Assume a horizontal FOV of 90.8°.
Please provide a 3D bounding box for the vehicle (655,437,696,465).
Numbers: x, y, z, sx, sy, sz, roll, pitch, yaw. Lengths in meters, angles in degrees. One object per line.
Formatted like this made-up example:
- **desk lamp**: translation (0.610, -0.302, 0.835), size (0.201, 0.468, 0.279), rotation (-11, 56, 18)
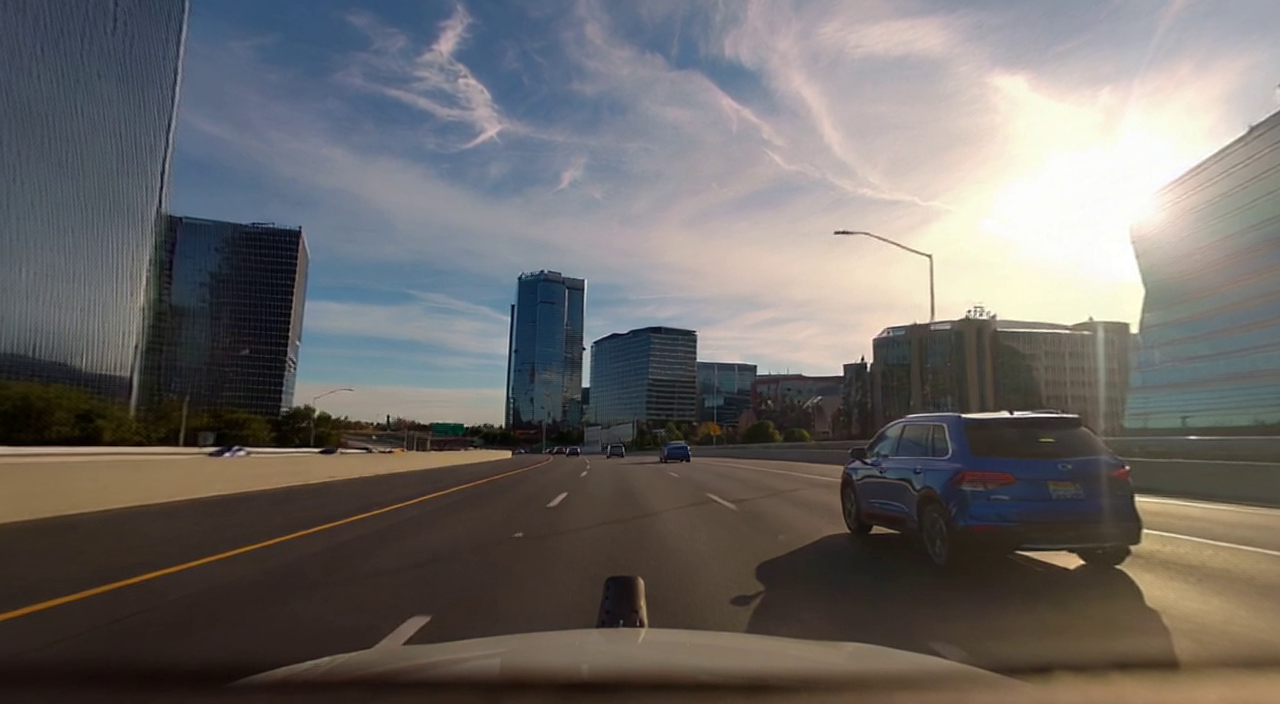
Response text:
- **vehicle**: translation (2.296, 6.614, 42.333), size (2.110, 1.780, 4.682), rotation (1, -8, -5)

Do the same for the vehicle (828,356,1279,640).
- **vehicle**: translation (3.709, 1.251, 6.348), size (2.182, 1.826, 4.392), rotation (0, -8, -1)
